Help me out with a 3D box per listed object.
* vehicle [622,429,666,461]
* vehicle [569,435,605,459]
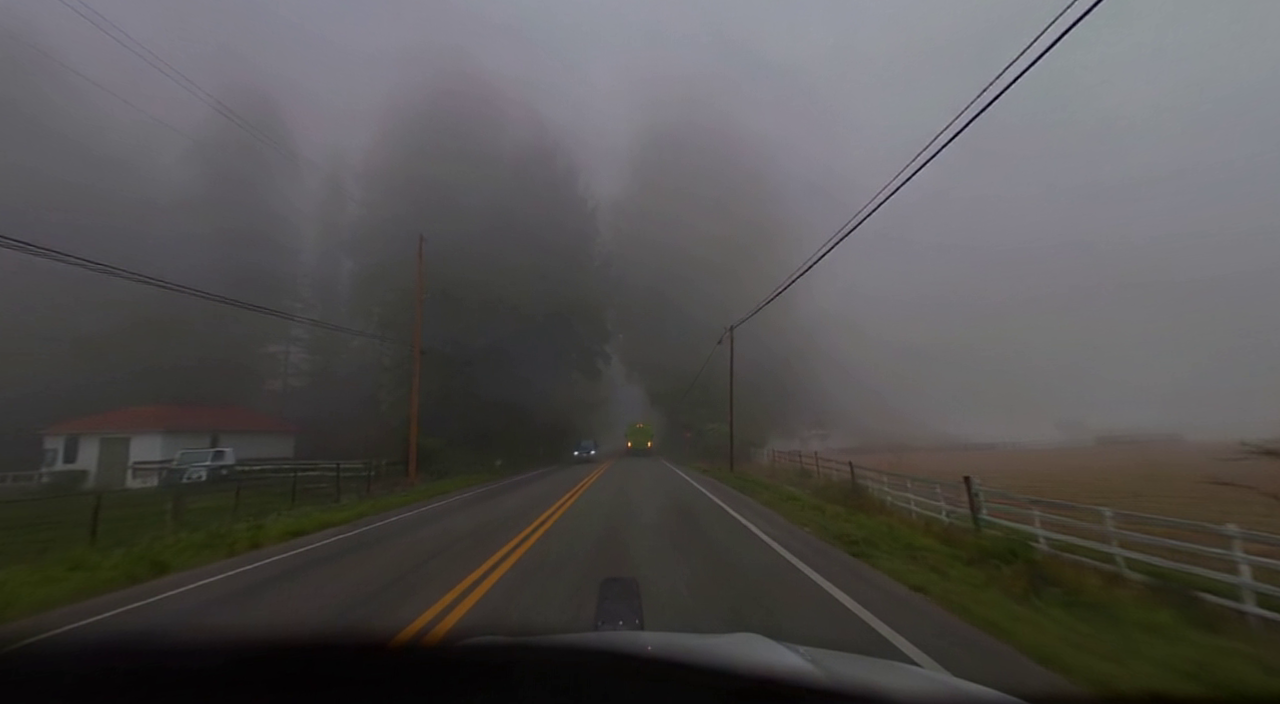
[{"bbox_3d":[0.141,6.033,40.890,2.649,1.870,5.885,0,-8,-2],"label":"vehicle"},{"bbox_3d":[-4.008,7.302,48.525,2.342,1.778,4.613,0,-8,1],"label":"vehicle"}]
